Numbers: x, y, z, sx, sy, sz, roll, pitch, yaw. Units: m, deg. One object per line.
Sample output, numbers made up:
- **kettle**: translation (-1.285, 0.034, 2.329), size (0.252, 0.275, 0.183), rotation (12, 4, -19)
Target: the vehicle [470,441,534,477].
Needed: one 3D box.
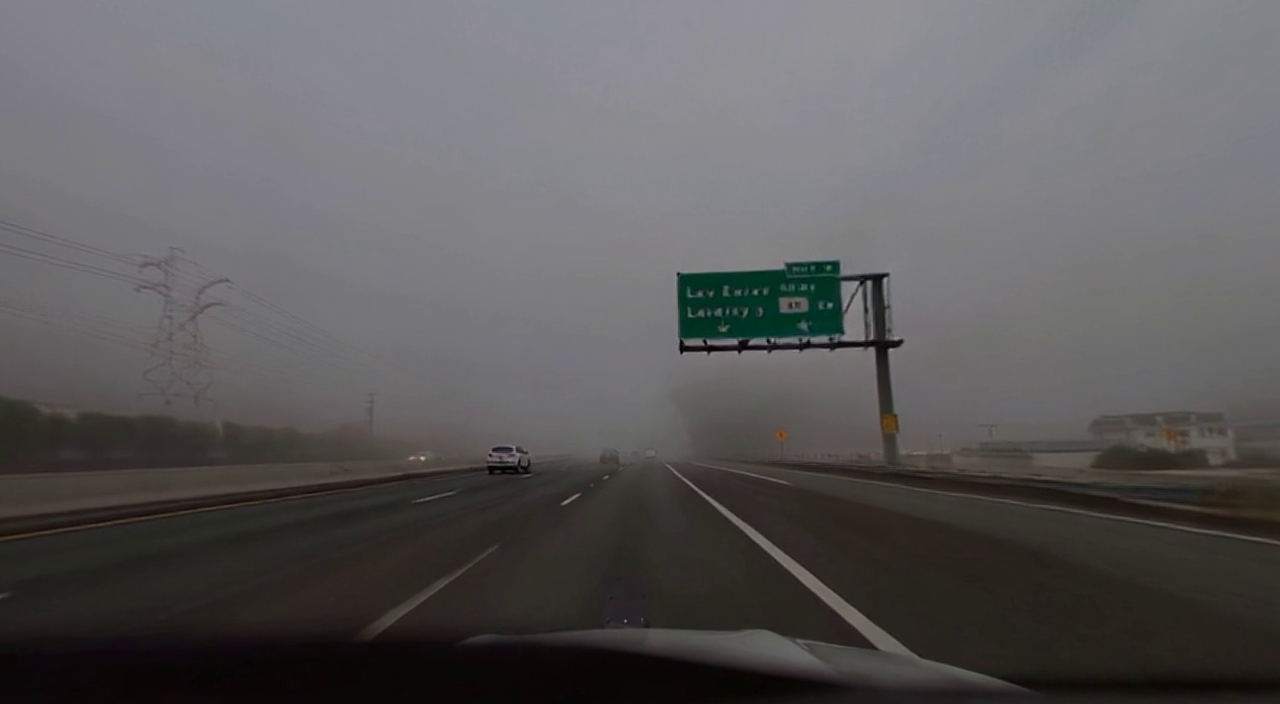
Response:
- **vehicle**: translation (-7.038, 5.505, 32.679), size (2.118, 1.696, 4.836), rotation (0, -9, 2)
